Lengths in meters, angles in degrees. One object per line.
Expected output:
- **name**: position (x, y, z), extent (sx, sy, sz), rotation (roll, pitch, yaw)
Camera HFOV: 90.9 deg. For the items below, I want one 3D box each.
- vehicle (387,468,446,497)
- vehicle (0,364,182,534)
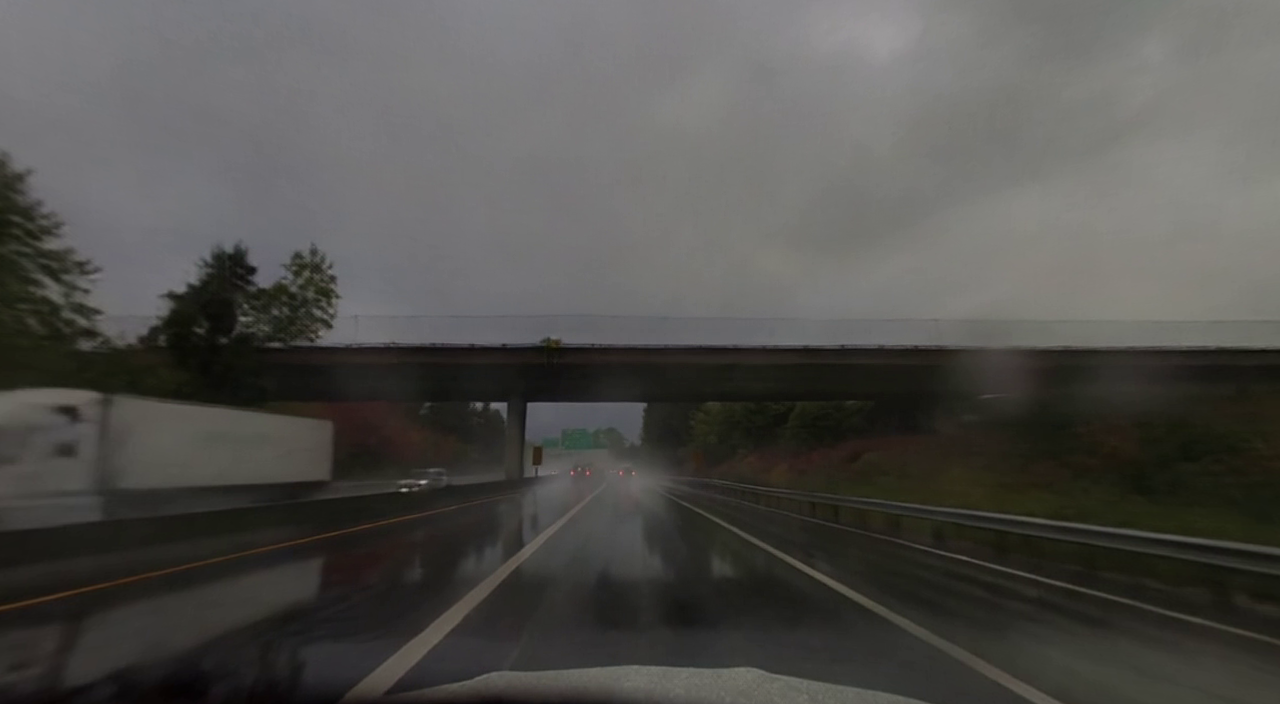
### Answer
- **vehicle**: position (-12.905, 7.551, 36.740), extent (1.994, 1.521, 4.116), rotation (1, -11, -2)
- **vehicle**: position (-16.593, 2.761, 17.559), extent (3.032, 3.979, 5.796), rotation (1, -11, -1)
